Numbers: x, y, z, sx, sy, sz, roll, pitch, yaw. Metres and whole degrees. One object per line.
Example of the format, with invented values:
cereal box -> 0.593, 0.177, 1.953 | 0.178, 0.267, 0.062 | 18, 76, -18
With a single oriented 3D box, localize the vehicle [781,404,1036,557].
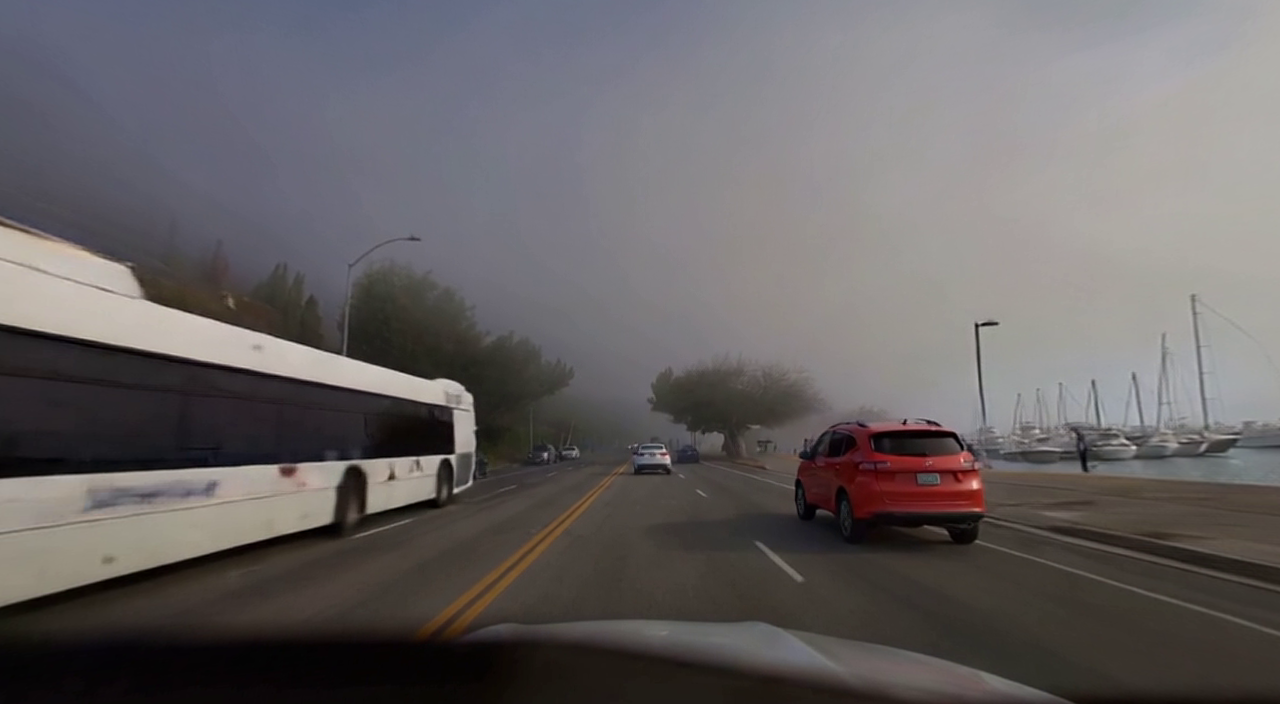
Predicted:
vehicle -> 3.694, 1.861, 9.771 | 2.000, 1.809, 4.405 | 0, -8, 0

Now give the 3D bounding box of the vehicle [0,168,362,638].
vehicle -> -6.372, 0.507, 5.579 | 3.102, 3.524, 9.830 | 0, -8, 1

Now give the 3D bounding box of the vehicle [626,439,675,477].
vehicle -> 0.469, 4.908, 29.522 | 2.132, 1.632, 3.838 | 0, -8, 0
